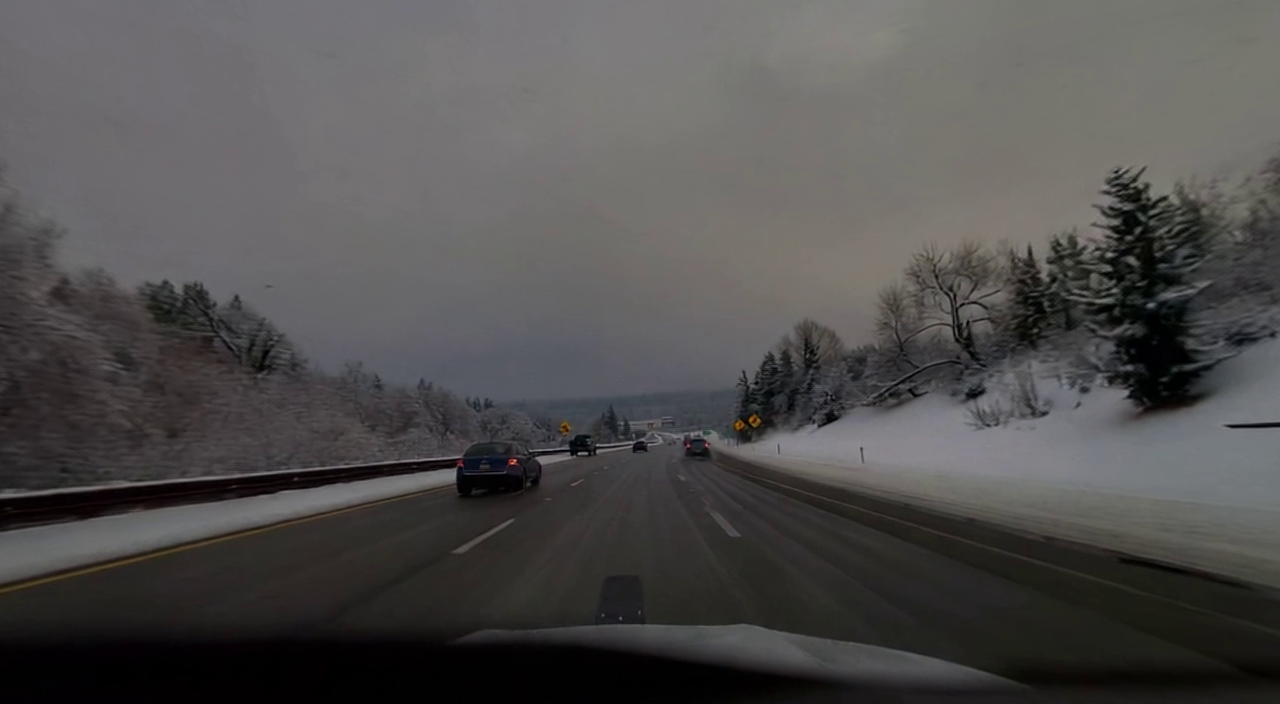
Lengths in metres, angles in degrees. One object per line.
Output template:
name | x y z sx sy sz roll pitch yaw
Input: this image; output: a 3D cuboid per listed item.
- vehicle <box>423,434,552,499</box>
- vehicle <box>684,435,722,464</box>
vehicle | -3.819 2.969 16.772 2.192 1.482 4.454 0 -9 1
vehicle | 4.078 6.433 41.623 2.211 1.814 4.404 0 -9 2
